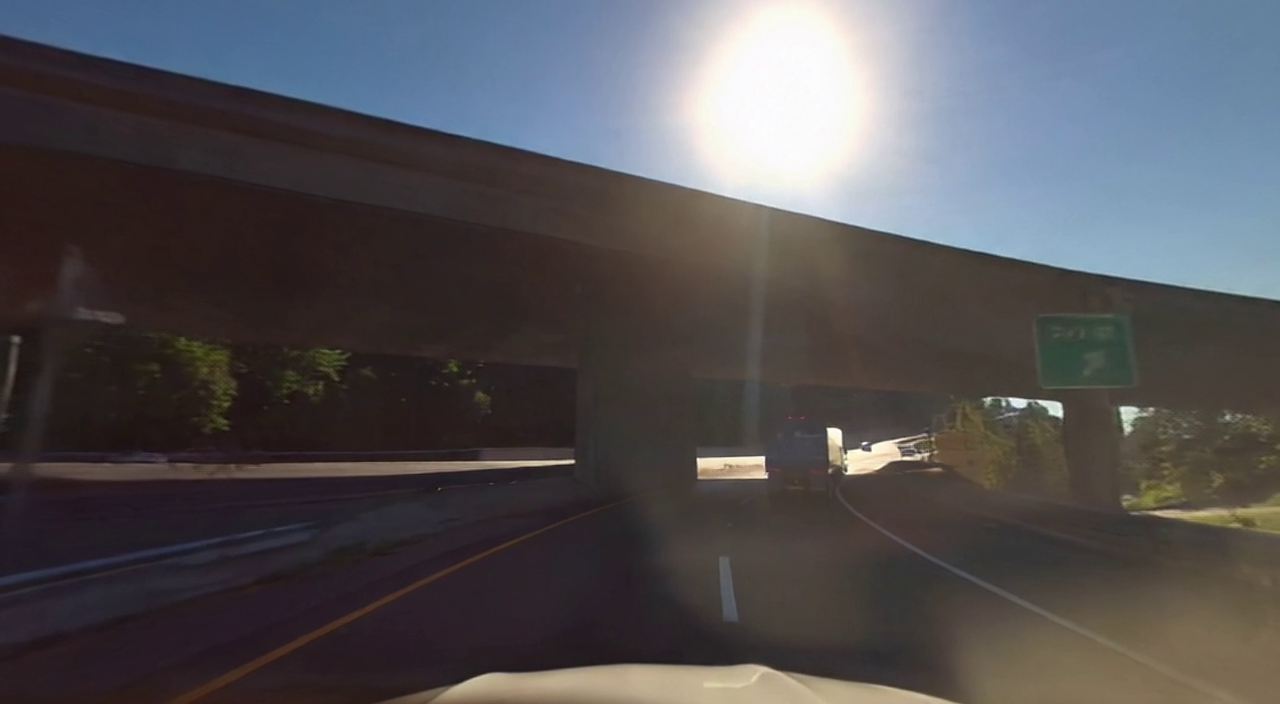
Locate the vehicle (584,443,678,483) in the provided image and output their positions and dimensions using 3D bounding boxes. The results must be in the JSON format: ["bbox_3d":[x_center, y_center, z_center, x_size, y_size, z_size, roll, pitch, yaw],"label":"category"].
[{"bbox_3d":[-0.285,4.439,25.439,1.940,1.444,4.024,-5,-10,31],"label":"vehicle"}]
